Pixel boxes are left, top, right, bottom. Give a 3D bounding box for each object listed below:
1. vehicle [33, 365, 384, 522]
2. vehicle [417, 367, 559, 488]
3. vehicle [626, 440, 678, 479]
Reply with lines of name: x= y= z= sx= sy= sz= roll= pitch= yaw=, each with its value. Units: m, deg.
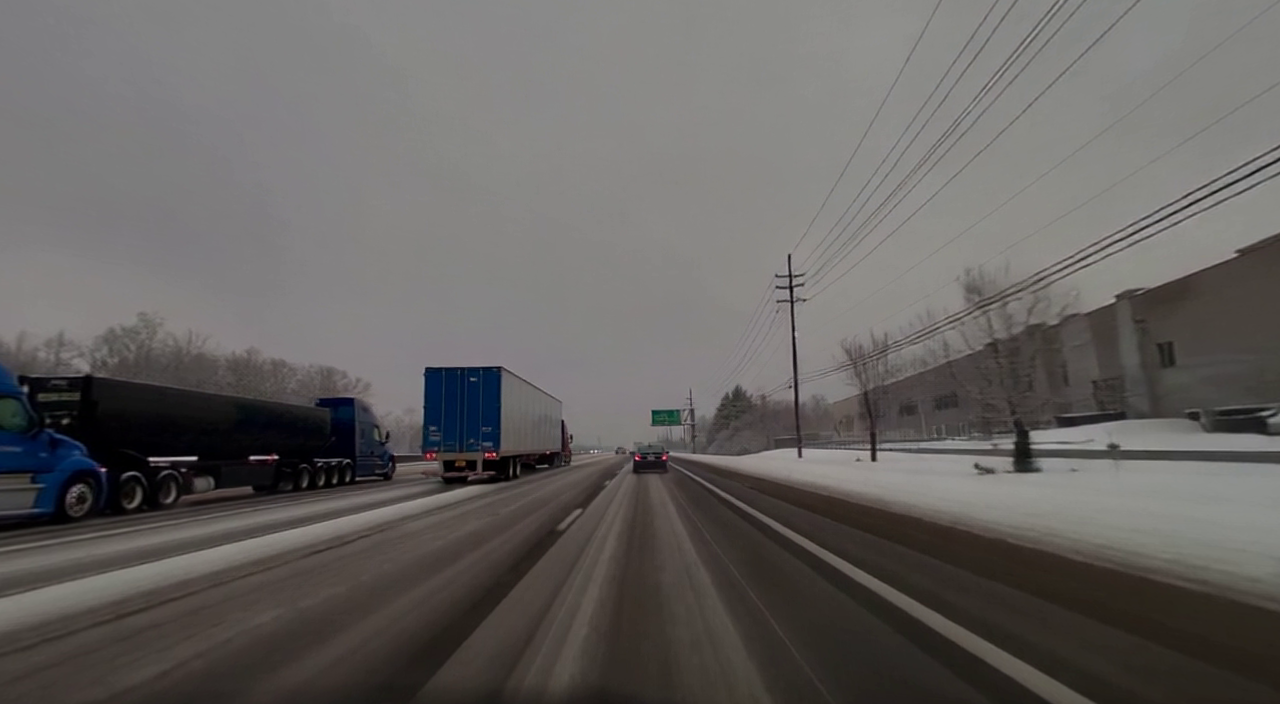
vehicle: x=-10.546 y=2.519 z=17.415 sx=2.896 sy=3.140 sz=9.491 roll=0 pitch=-8 yaw=0
vehicle: x=-6.118 y=3.677 z=29.095 sx=2.907 sy=4.081 sz=15.311 roll=0 pitch=-8 yaw=0
vehicle: x=0.445 y=4.600 z=27.236 sx=2.055 sy=1.514 sz=4.323 roll=0 pitch=-8 yaw=-1
